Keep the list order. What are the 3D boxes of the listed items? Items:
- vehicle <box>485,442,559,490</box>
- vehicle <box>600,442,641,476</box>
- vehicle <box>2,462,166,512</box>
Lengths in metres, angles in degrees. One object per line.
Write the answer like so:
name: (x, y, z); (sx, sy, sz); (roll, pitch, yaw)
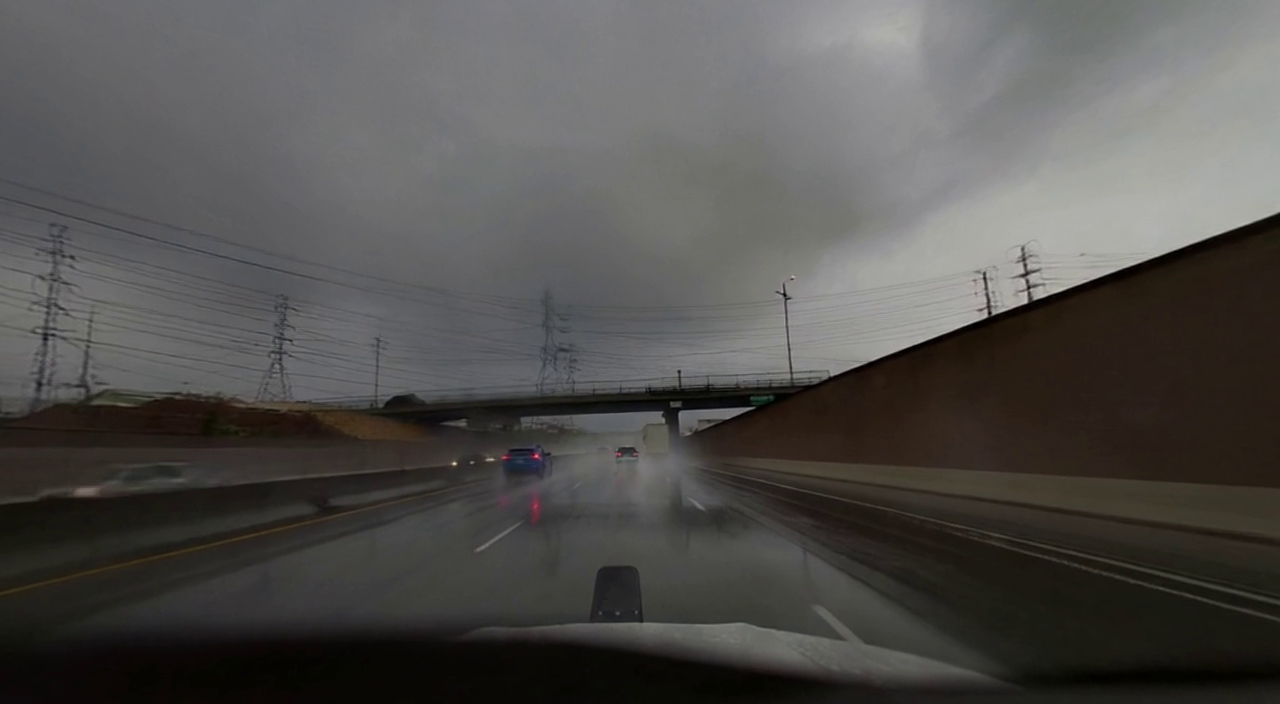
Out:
vehicle: (-4.203, 4.124, 22.961); (1.987, 1.548, 3.981); (0, -9, -1)
vehicle: (-0.965, 5.477, 32.272); (2.004, 1.615, 4.113); (0, -9, -1)
vehicle: (-20.179, 4.878, 23.100); (1.844, 1.544, 4.608); (0, -9, 0)
